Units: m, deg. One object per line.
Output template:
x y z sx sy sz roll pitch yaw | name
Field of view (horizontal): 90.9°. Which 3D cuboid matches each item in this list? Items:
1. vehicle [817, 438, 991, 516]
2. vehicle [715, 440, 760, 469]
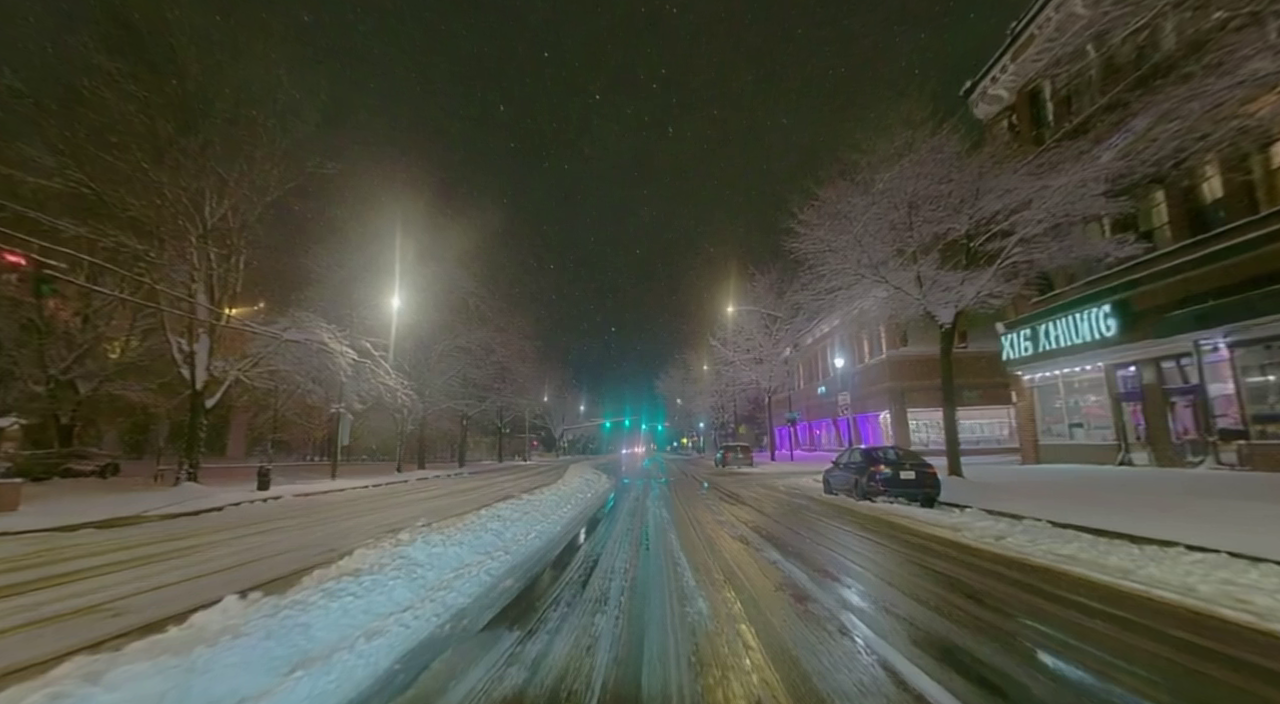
5.994 2.882 15.141 2.088 1.543 4.964 0 -8 1 | vehicle
6.761 7.166 44.193 2.112 1.894 4.910 0 -8 -3 | vehicle
